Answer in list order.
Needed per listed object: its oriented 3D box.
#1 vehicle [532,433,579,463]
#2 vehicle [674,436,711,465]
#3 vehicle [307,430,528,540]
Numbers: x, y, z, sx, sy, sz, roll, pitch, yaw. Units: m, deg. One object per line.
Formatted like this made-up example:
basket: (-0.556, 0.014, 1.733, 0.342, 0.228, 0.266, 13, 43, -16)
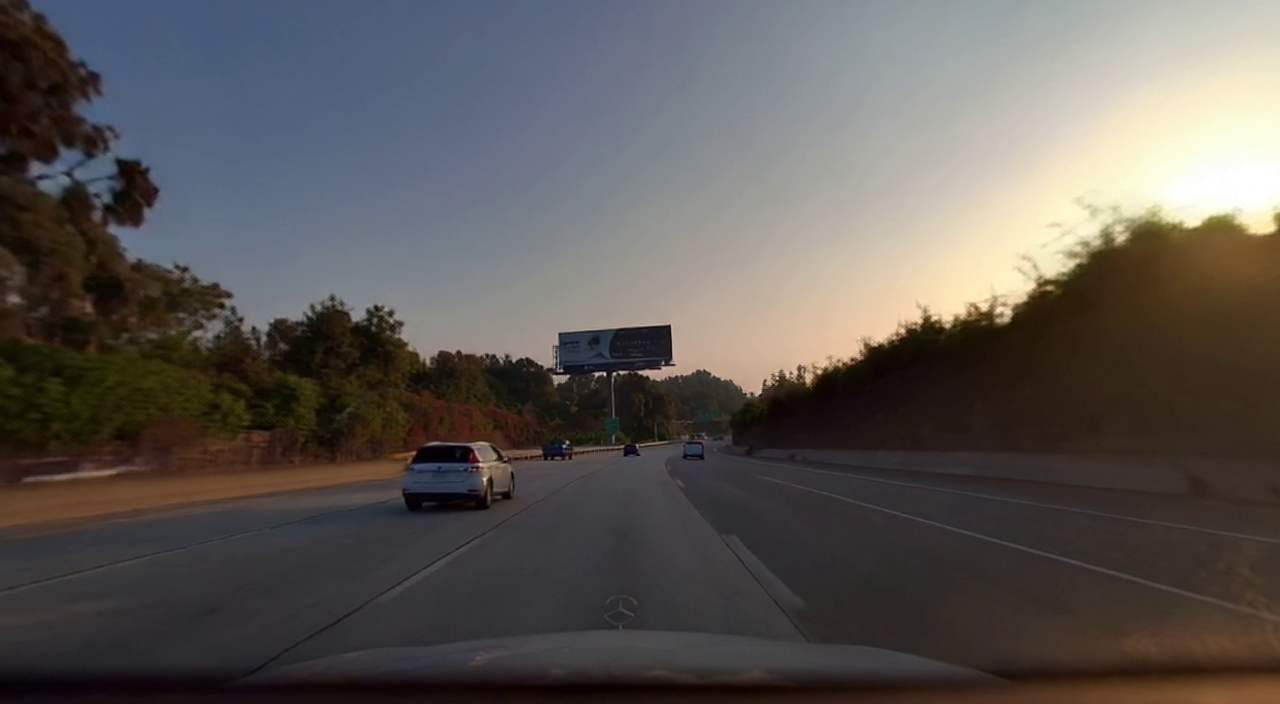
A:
vehicle: (-6.063, 7.018, 46.214, 2.383, 2.048, 5.875, -1, -8, 3)
vehicle: (3.516, 6.697, 43.050, 2.211, 1.814, 4.404, 0, -8, 1)
vehicle: (-3.454, 2.153, 10.964, 2.192, 1.482, 4.454, 0, -8, 0)
